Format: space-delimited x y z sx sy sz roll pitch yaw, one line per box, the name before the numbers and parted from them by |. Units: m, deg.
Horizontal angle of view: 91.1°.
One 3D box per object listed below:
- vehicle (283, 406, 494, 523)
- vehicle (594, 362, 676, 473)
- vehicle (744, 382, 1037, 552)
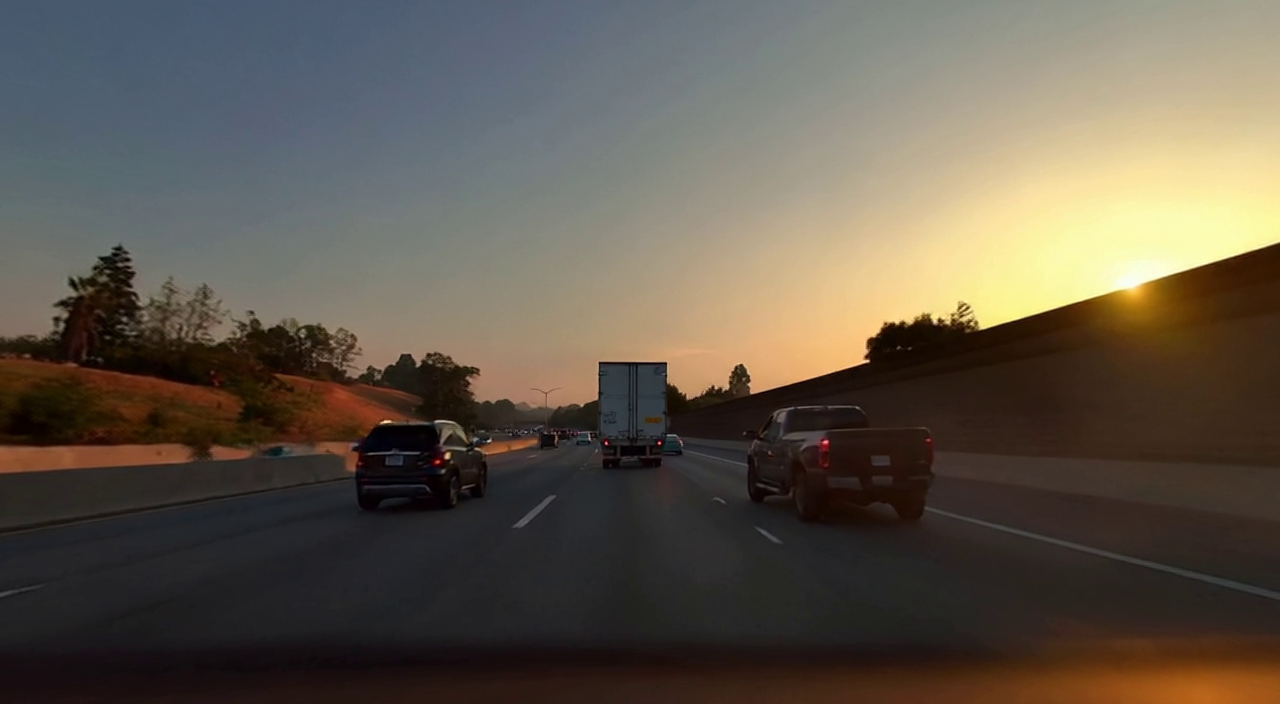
vehicle | -4.300 1.987 11.713 2.134 1.752 4.375 0 -8 0
vehicle | -0.525 3.008 27.484 2.904 3.915 10.473 0 -8 -4
vehicle | 3.155 1.580 9.383 2.118 1.832 4.901 0 -8 -3
